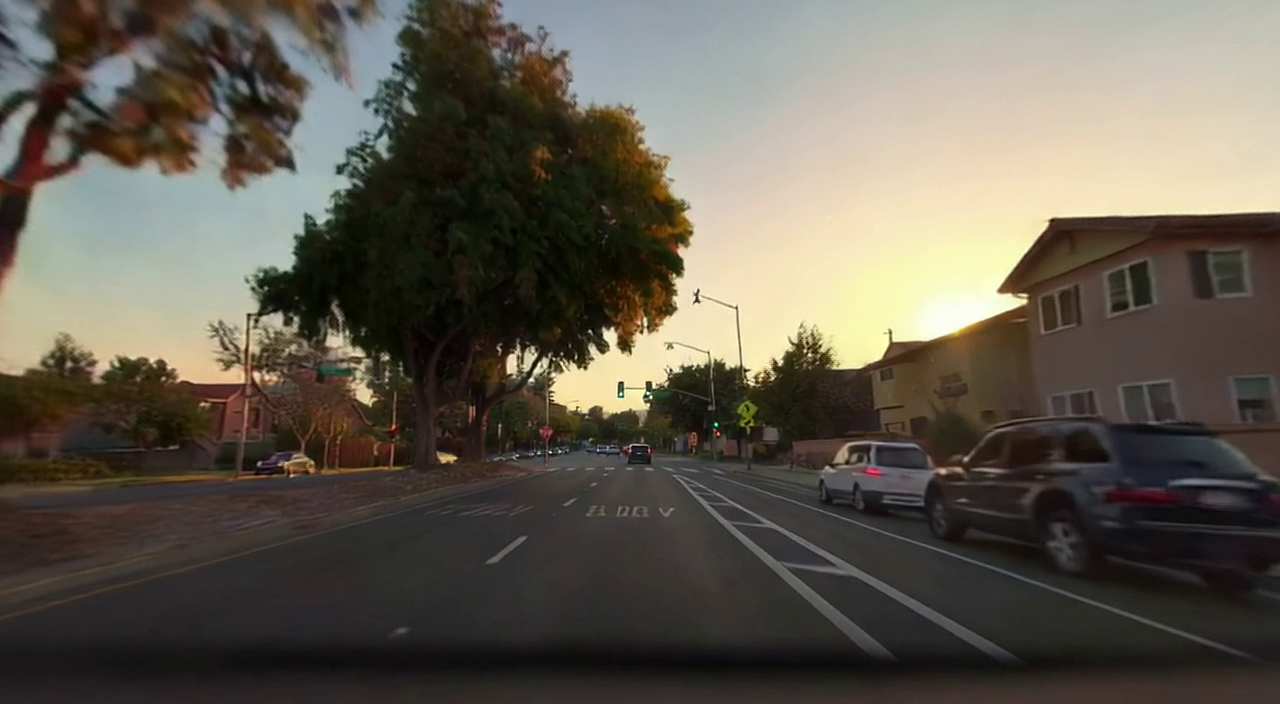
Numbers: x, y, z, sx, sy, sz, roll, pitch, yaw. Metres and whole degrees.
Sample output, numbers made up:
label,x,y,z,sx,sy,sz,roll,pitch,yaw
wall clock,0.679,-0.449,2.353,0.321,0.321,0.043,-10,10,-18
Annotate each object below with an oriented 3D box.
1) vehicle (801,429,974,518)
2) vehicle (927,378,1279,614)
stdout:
label,x,y,z,sx,sy,sz,roll,pitch,yaw
vehicle,5.482,2.789,14.880,2.070,1.710,4.964,1,-9,0
vehicle,5.664,1.550,7.707,2.008,1.930,4.919,0,-9,1
